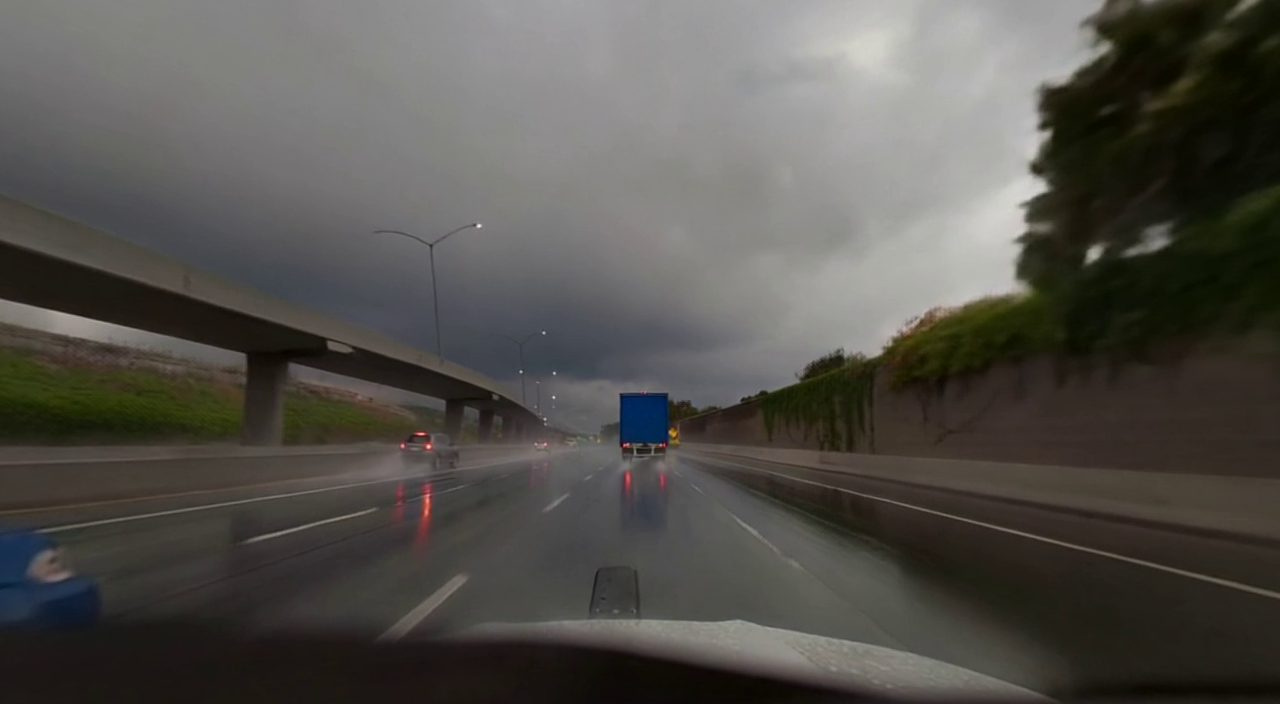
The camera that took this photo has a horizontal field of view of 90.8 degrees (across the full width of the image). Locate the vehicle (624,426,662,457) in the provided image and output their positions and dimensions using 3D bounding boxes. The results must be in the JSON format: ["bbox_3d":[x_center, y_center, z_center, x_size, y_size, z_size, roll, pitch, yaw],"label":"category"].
[{"bbox_3d":[0.123,5.189,36.501,2.052,1.666,4.358,0,-8,-2],"label":"vehicle"}]

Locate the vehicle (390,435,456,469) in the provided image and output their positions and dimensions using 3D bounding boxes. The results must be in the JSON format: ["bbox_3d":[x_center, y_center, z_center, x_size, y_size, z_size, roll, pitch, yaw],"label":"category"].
[{"bbox_3d":[-11.058,5.138,32.507,1.919,1.625,4.183,0,-8,-1],"label":"vehicle"}]

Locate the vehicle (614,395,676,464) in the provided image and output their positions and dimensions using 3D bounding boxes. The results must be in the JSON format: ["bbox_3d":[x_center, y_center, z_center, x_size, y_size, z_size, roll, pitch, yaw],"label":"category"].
[{"bbox_3d":[0.029,5.029,39.729,3.233,3.678,11.032,0,-9,-3],"label":"vehicle"}]
